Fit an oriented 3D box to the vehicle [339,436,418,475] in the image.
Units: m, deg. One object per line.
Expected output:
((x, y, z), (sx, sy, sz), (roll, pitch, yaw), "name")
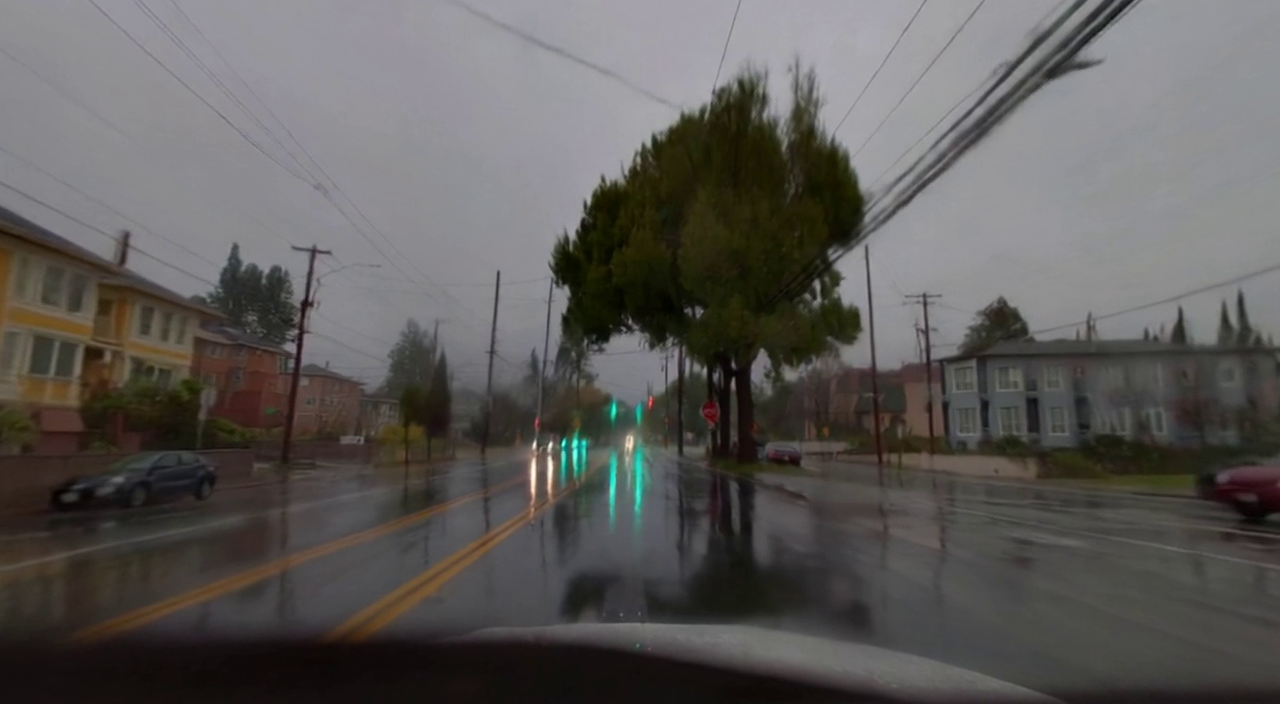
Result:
((-13.049, 5.210, 31.922), (1.940, 1.789, 5.086), (0, -8, -2), "vehicle")

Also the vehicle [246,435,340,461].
((-21.624, 6.013, 39.562), (4.647, 1.515, 2.009), (1, -9, -6), "vehicle")

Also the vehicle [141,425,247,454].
((-27.317, 5.404, 38.852), (4.842, 1.690, 1.938), (1, -9, -9), "vehicle")

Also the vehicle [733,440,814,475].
((6.253, 5.014, 30.241), (2.081, 1.496, 4.490), (2, -9, -13), "vehicle")

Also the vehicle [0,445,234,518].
((-12.316, 3.022, 15.438), (1.957, 1.459, 4.913), (1, -9, -6), "vehicle")
